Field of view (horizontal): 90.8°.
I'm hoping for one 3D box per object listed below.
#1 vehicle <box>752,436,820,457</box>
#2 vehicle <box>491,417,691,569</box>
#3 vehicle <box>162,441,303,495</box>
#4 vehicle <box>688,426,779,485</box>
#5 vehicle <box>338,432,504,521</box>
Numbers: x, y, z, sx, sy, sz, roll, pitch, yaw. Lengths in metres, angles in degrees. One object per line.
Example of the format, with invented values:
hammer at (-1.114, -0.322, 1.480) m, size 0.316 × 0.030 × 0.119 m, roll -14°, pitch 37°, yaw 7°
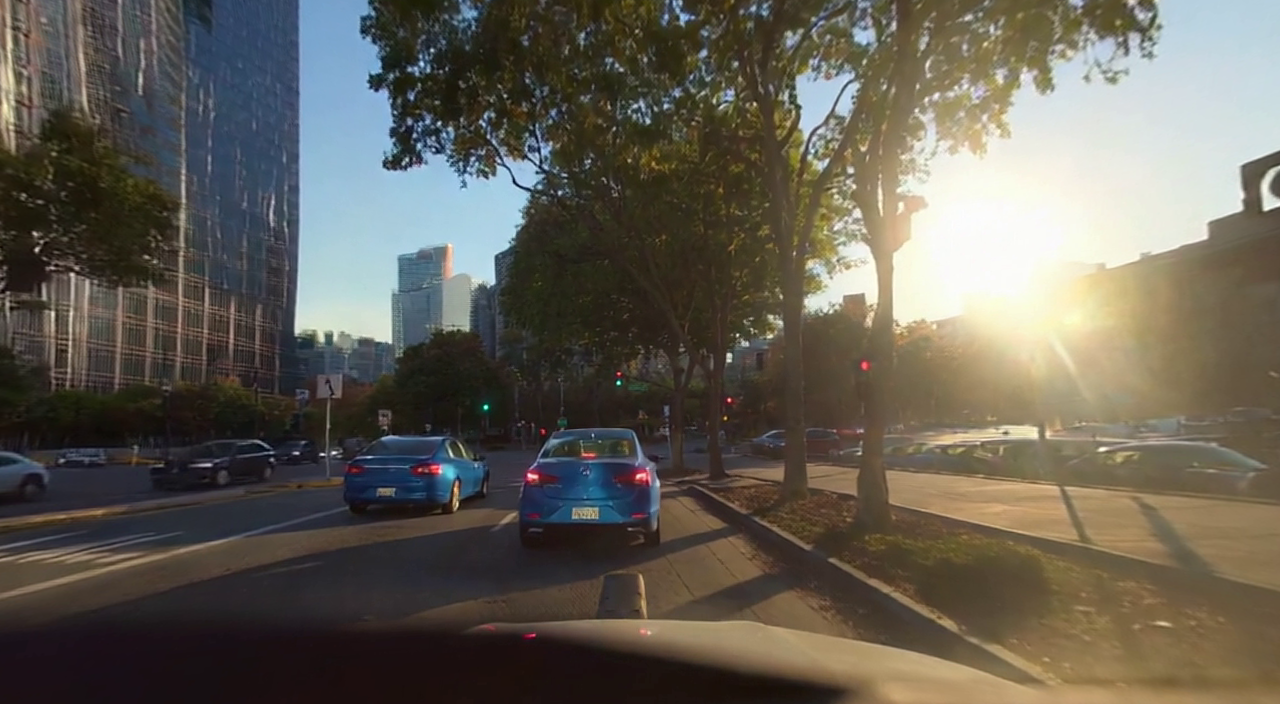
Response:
vehicle at (10.574, 6.884, 45.938) m, size 4.428 × 1.478 × 1.772 m, roll 0°, pitch -9°, yaw -3°
vehicle at (-0.628, 1.762, 8.657) m, size 2.045 × 1.533 × 4.183 m, roll 0°, pitch -8°, yaw -4°
vehicle at (-13.304, 3.774, 20.980) m, size 1.954 × 1.583 × 4.175 m, roll 0°, pitch -8°, yaw -2°
vehicle at (2.881, 3.317, 20.457) m, size 2.028 × 1.678 × 4.220 m, roll 0°, pitch -8°, yaw -4°
vehicle at (-4.020, 2.334, 12.349) m, size 1.998 × 1.452 × 3.773 m, roll 0°, pitch -8°, yaw -2°
